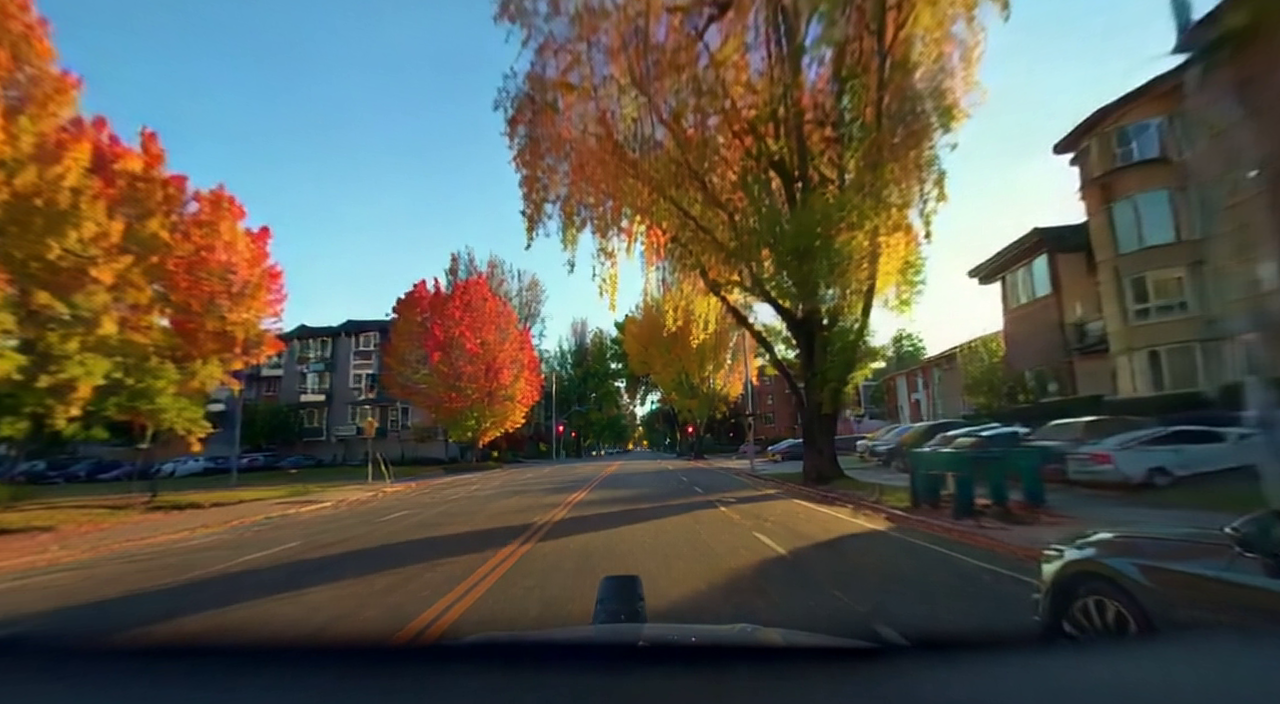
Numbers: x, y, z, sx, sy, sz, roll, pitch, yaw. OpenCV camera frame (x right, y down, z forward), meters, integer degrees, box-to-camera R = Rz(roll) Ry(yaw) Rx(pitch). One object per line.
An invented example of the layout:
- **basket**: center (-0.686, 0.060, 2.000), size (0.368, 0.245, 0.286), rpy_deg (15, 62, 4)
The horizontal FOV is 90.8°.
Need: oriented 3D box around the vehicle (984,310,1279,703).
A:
- **vehicle**: center (3.118, 0.653, 1.159), size (2.224, 1.791, 4.834), rpy_deg (0, -8, 0)
